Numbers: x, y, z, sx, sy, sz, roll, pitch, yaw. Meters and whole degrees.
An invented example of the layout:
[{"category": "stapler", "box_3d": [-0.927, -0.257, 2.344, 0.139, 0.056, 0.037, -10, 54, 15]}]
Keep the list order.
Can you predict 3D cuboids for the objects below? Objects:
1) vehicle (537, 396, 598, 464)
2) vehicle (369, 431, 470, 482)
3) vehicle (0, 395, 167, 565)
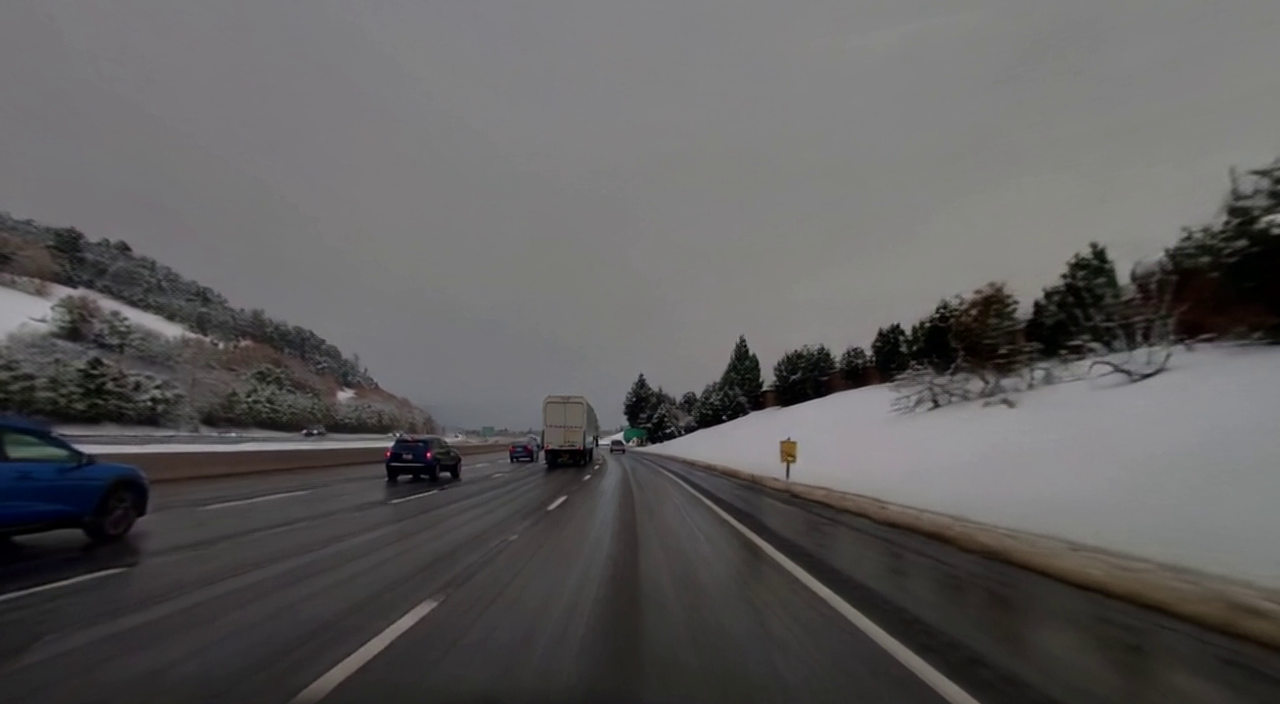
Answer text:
[{"category": "vehicle", "box_3d": [-4.776, 5.681, 44.464, 2.880, 4.025, 14.064, 1, -9, -1]}, {"category": "vehicle", "box_3d": [-7.960, 3.829, 23.268, 2.099, 1.644, 4.638, 1, -9, -1]}, {"category": "vehicle", "box_3d": [-7.678, 1.328, 6.599, 2.081, 1.740, 4.268, 1, -9, 0]}]
